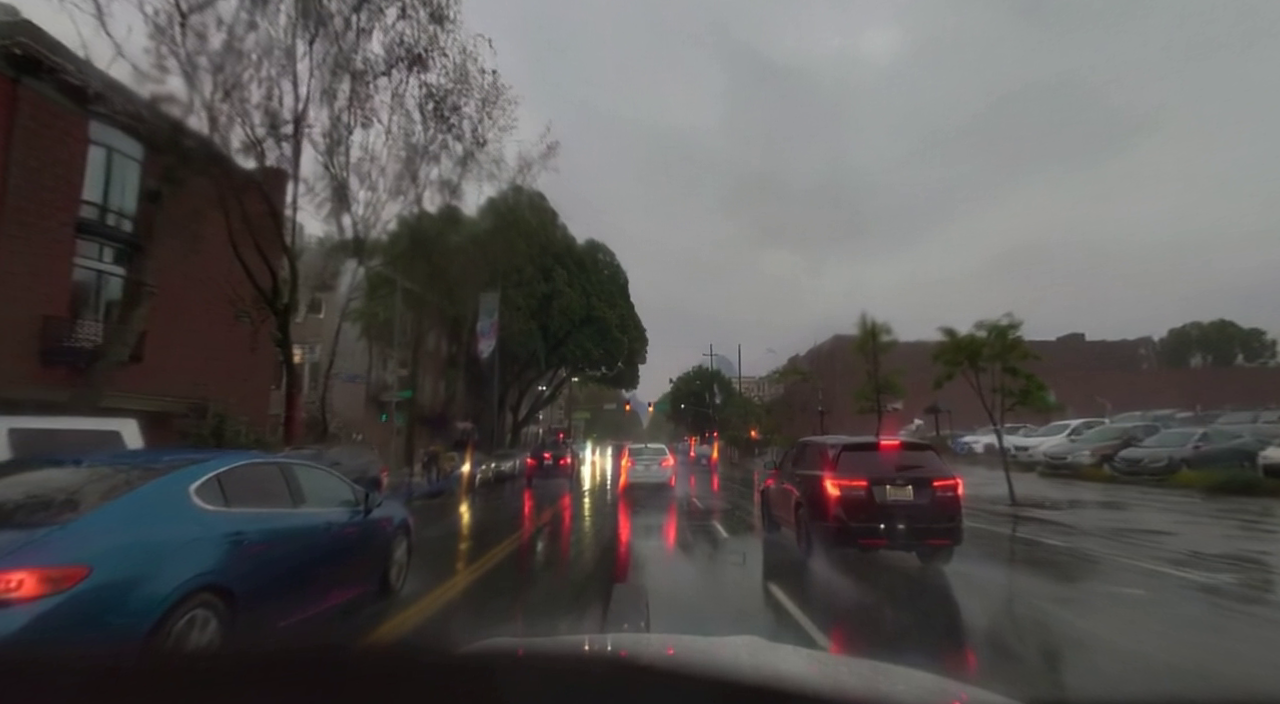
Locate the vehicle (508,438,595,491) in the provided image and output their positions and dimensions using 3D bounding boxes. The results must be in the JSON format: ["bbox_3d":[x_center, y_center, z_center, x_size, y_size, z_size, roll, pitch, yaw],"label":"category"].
[{"bbox_3d":[-2.705,3.607,20.520,2.019,1.507,4.643,0,-9,2],"label":"vehicle"}]

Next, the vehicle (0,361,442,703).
[{"bbox_3d":[-3.022,1.143,4.080,2.085,1.619,3.976,0,-9,1],"label":"vehicle"}]

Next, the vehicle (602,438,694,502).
[{"bbox_3d":[0.179,3.077,16.850,2.139,1.466,4.373,0,-9,0],"label":"vehicle"}]

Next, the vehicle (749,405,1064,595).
[{"bbox_3d":[2.805,1.690,8.001,2.094,1.709,4.394,0,-9,1],"label":"vehicle"}]
